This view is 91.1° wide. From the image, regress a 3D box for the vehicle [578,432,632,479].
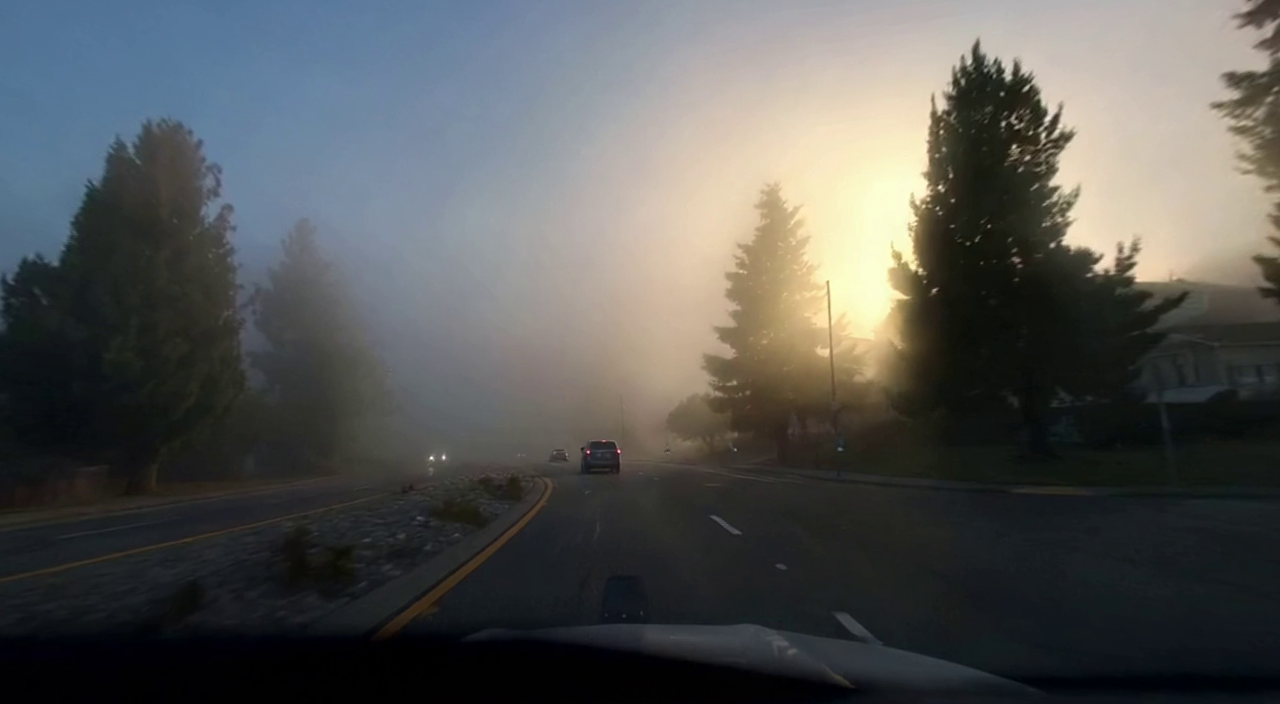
[{"bbox_3d":[-1.717,4.804,29.402,2.072,2.002,4.391,1,-9,-9],"label":"vehicle"}]
